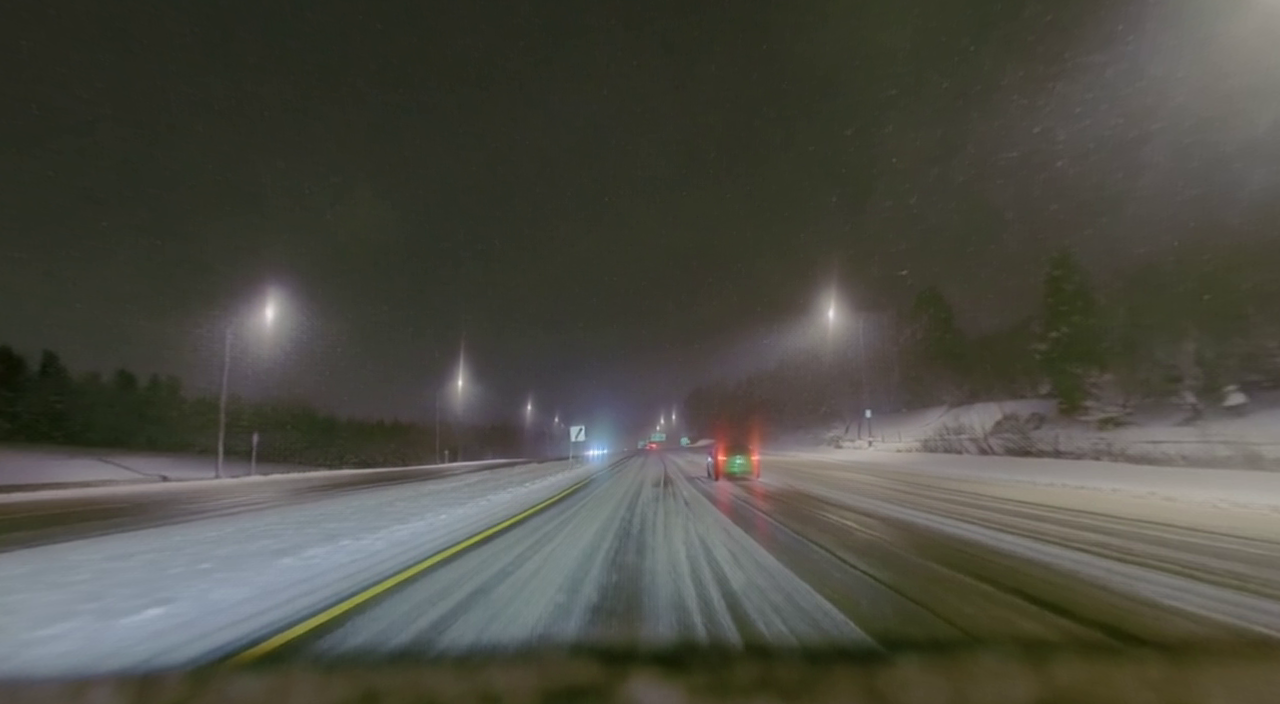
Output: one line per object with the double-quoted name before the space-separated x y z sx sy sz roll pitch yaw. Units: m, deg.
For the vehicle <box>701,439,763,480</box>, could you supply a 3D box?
"vehicle" 3.631 4.305 25.579 1.874 1.506 4.116 0 -8 0
